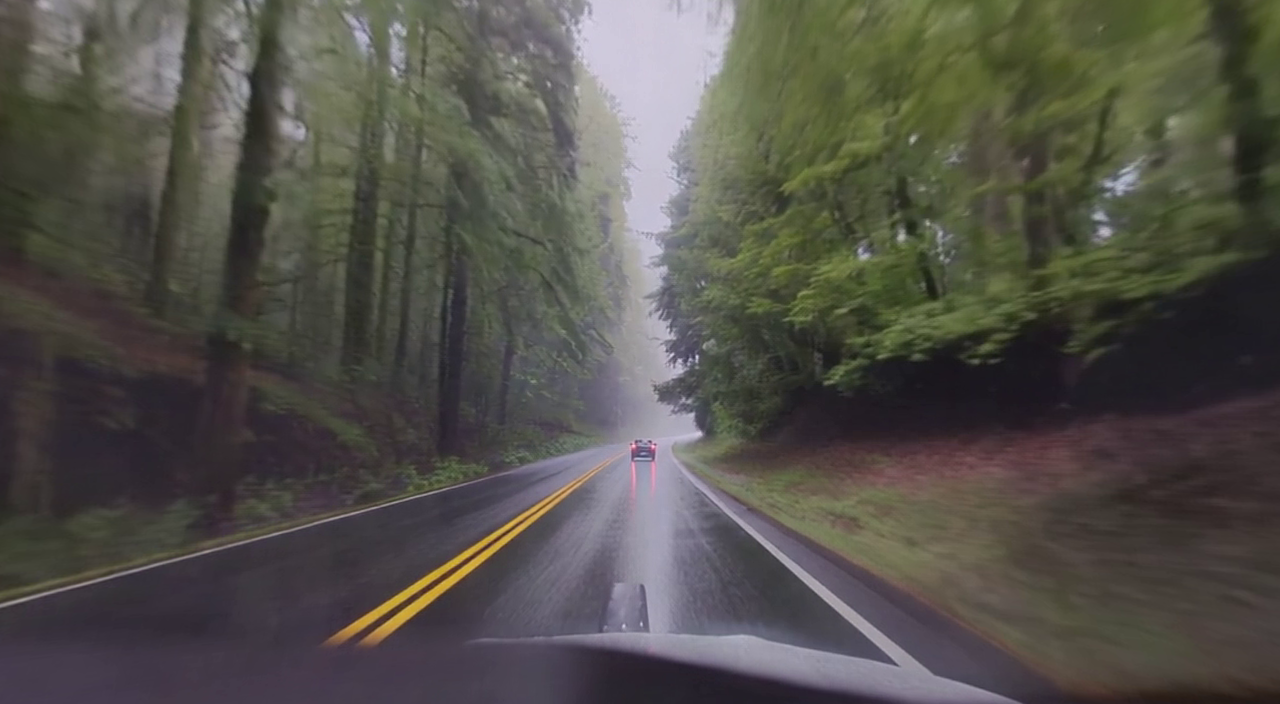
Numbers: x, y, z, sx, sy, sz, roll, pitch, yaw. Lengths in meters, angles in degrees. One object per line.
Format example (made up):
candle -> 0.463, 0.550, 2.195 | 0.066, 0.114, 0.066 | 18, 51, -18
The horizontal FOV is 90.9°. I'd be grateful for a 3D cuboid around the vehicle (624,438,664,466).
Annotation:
vehicle -> 0.241, 5.733, 36.446 | 2.120, 1.491, 4.349 | 0, -8, 1
